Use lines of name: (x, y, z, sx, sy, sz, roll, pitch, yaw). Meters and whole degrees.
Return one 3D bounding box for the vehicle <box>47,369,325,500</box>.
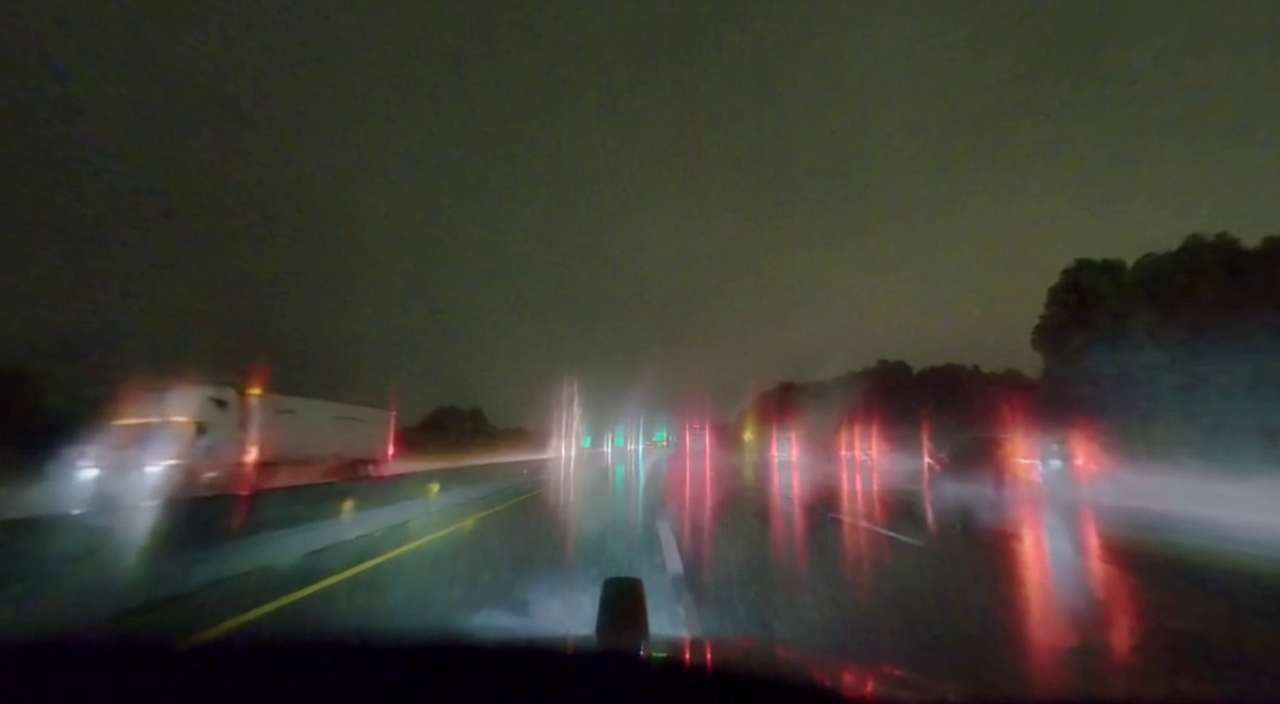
vehicle: (-16.777, 3.361, 24.947, 2.967, 4.045, 10.581, 0, -9, 0)
